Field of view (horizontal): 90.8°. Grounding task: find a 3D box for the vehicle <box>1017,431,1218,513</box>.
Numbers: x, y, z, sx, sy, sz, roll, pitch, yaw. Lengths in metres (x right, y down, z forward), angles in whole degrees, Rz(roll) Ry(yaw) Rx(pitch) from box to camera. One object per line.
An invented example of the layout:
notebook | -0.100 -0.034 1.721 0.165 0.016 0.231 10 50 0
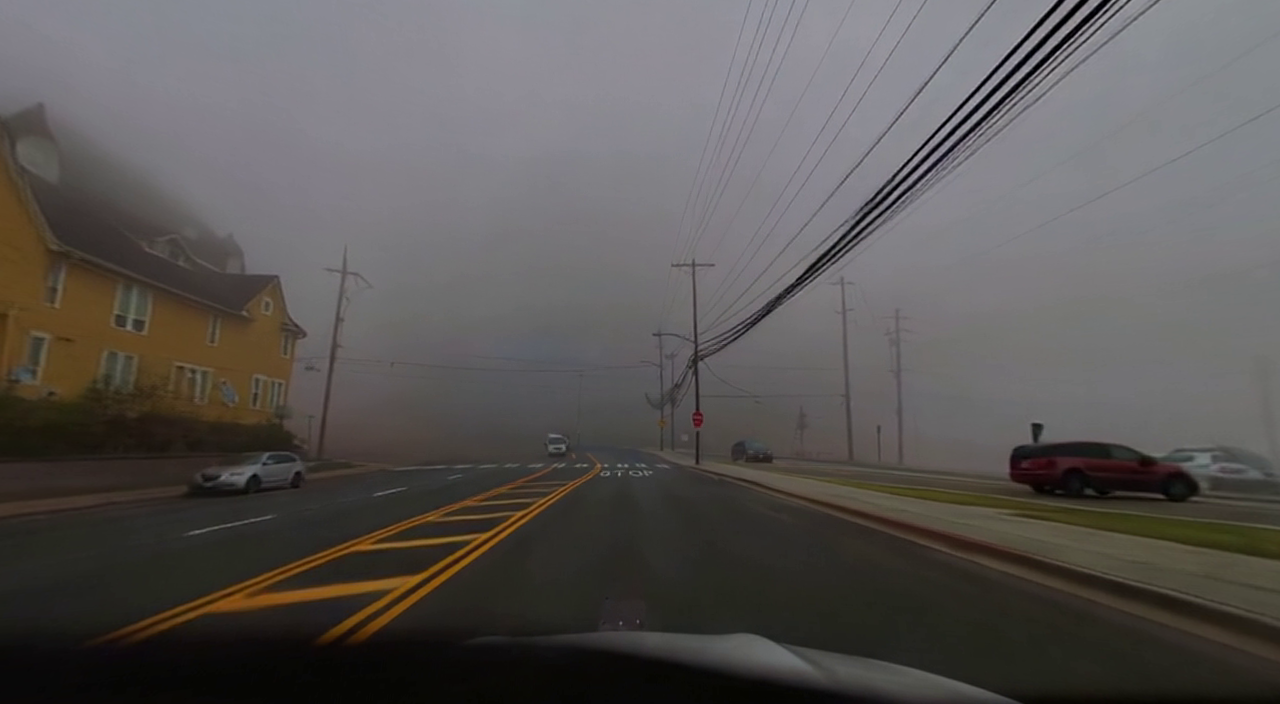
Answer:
vehicle | 10.989 2.715 14.872 1.600 1.488 3.563 2 -5 -12

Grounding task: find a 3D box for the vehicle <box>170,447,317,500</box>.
vehicle | -12.450 3.801 20.316 1.957 1.459 4.913 1 -8 -6

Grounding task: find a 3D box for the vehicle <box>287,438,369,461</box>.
vehicle | -21.880 6.846 44.430 4.647 1.515 2.009 1 -8 -6

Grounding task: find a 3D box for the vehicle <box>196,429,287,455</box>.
vehicle | -27.501 6.238 43.717 4.842 1.690 1.938 1 -8 -9

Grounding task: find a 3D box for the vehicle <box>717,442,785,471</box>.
vehicle | 6.089 5.776 35.235 2.081 1.496 4.490 2 -9 -13

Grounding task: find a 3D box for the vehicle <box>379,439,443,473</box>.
vehicle | -13.220 6.014 36.834 1.940 1.789 5.086 0 -8 -2
